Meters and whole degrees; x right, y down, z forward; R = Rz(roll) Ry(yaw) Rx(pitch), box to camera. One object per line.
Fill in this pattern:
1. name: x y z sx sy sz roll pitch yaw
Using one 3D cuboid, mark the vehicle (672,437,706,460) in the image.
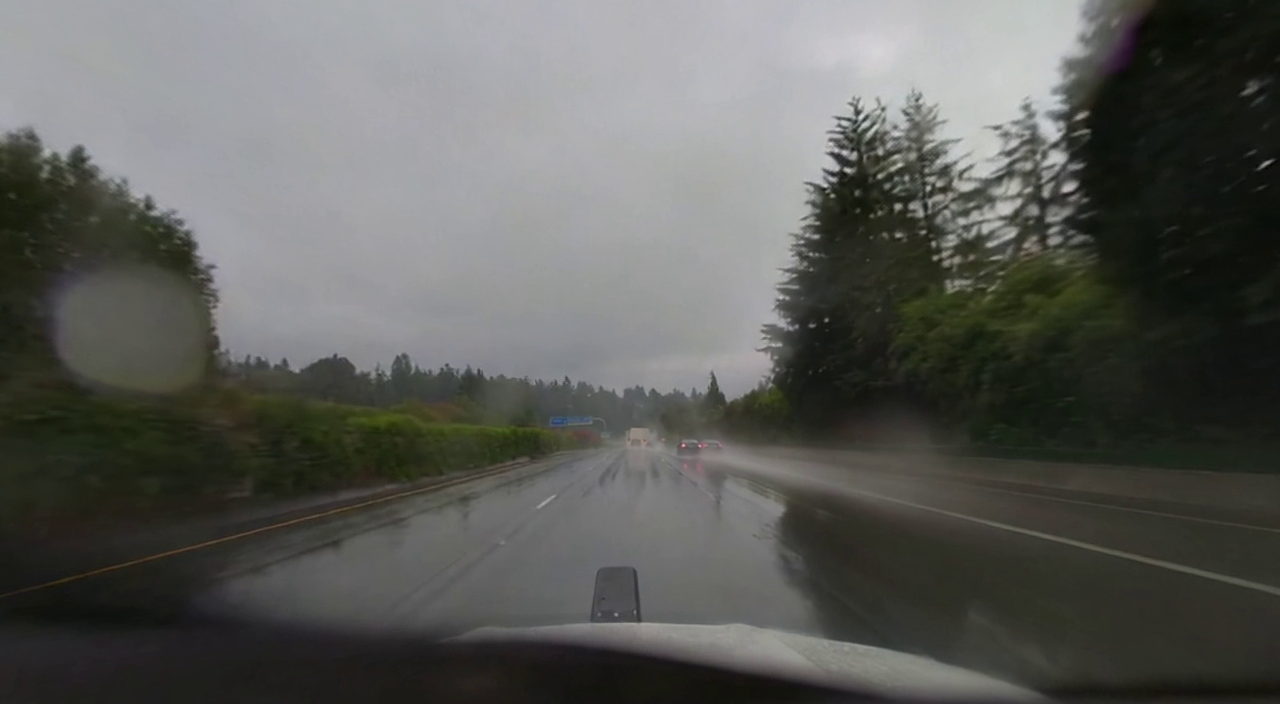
1. vehicle: 3.249 6.486 42.415 1.819 1.468 3.770 0 -8 -2
